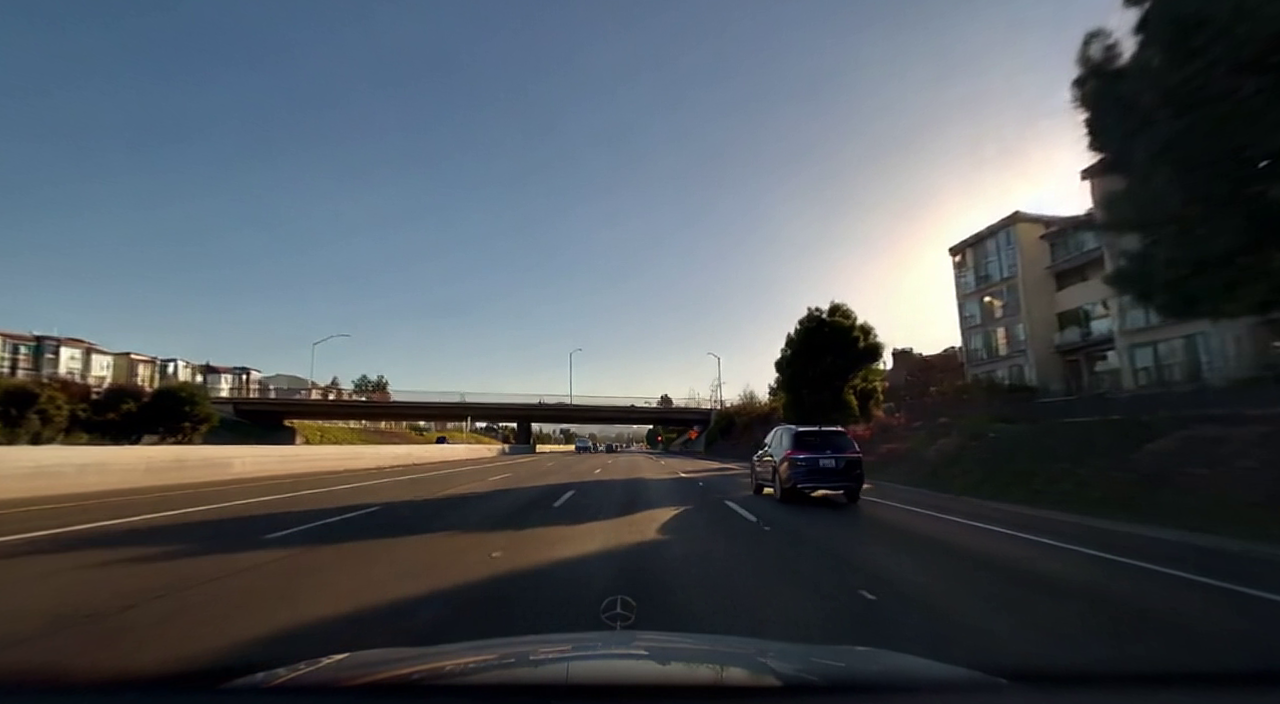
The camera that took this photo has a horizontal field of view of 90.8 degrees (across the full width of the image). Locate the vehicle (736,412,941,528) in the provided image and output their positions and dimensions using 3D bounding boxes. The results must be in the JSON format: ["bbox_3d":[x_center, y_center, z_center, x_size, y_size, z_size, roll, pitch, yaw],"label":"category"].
[{"bbox_3d":[3.448,2.193,12.312,2.212,1.753,5.064,0,-9,-2],"label":"vehicle"}]
